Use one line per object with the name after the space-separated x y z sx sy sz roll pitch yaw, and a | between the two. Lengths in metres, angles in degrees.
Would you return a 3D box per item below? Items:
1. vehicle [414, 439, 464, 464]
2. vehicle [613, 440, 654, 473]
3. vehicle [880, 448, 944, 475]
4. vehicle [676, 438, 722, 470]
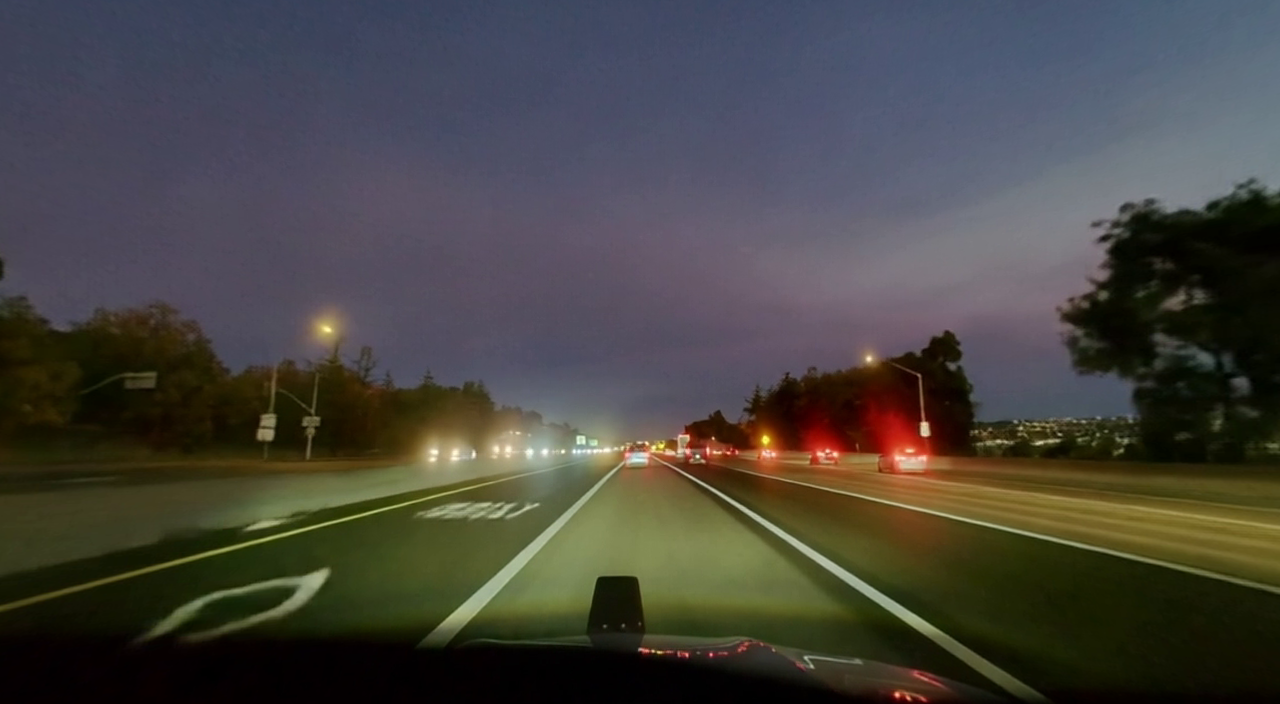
-14.599 7.270 46.112 2.122 1.708 4.690 0 -8 0 | vehicle
-0.350 5.726 34.812 2.105 1.711 4.293 0 -8 0 | vehicle
15.626 6.278 36.470 1.872 1.459 4.502 0 -8 2 | vehicle
3.880 6.856 42.630 2.505 2.020 5.532 0 -8 -1 | vehicle
